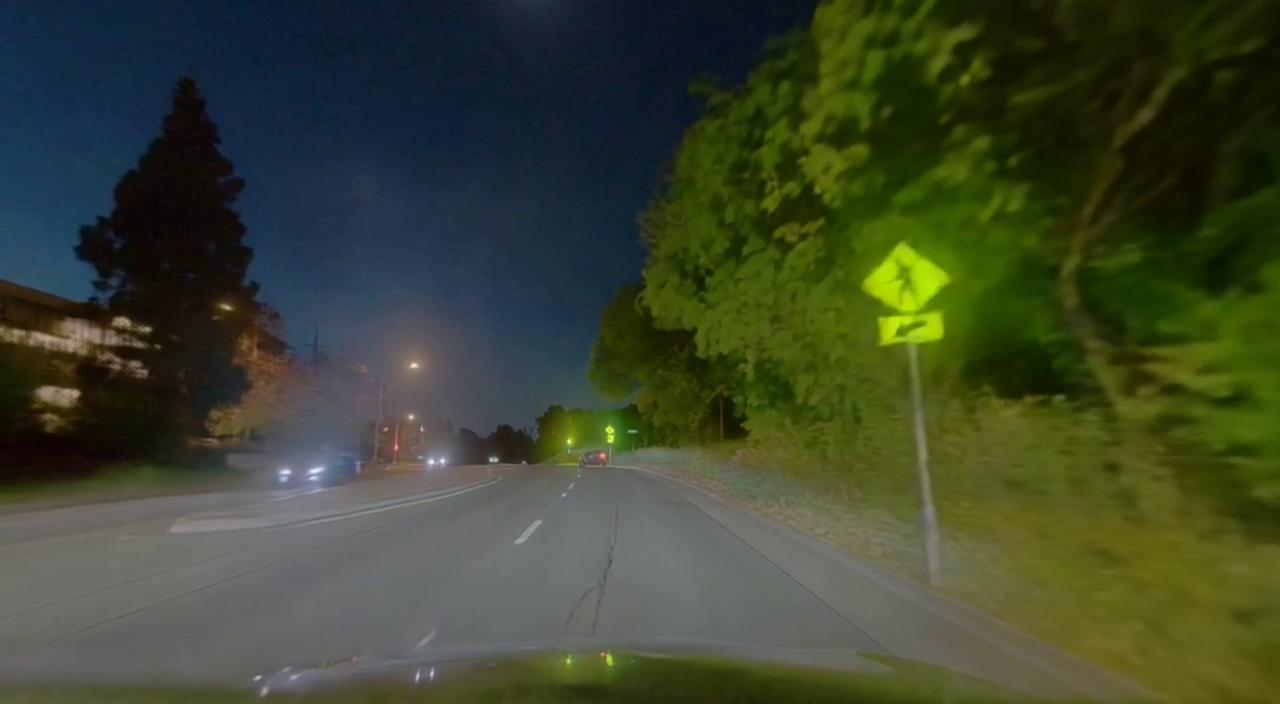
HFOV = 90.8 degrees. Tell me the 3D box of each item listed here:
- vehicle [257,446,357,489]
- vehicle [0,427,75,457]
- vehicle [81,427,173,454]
[{"bbox_3d":[-12.792,4.423,24.582,1.793,1.486,4.048,0,-9,-2],"label":"vehicle"},{"bbox_3d":[-35.237,5.218,36.476,4.083,1.464,1.747,-2,-16,16],"label":"vehicle"},{"bbox_3d":[-34.007,5.921,41.907,4.506,1.654,2.239,-3,-10,12],"label":"vehicle"}]
